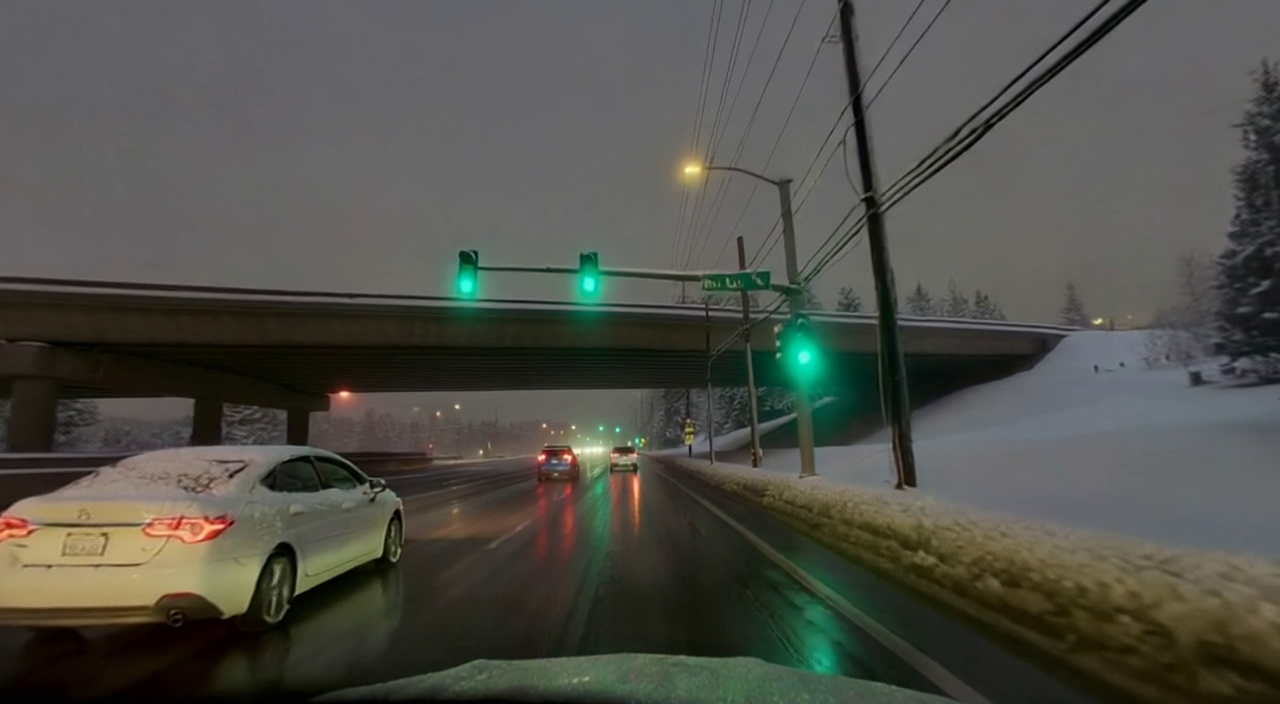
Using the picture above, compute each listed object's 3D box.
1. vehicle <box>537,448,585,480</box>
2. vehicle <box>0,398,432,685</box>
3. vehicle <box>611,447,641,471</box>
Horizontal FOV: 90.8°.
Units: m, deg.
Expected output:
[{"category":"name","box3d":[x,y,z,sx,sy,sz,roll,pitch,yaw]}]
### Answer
[{"category":"vehicle","box3d":[-3.890,5.579,31.717,1.946,1.437,4.154,0,-8,-1]},{"category":"vehicle","box3d":[-3.618,1.424,5.904,1.925,1.666,4.271,0,-8,-1]},{"category":"vehicle","box3d":[-0.998,7.275,43.200,1.985,1.565,3.968,0,-8,-2]}]
